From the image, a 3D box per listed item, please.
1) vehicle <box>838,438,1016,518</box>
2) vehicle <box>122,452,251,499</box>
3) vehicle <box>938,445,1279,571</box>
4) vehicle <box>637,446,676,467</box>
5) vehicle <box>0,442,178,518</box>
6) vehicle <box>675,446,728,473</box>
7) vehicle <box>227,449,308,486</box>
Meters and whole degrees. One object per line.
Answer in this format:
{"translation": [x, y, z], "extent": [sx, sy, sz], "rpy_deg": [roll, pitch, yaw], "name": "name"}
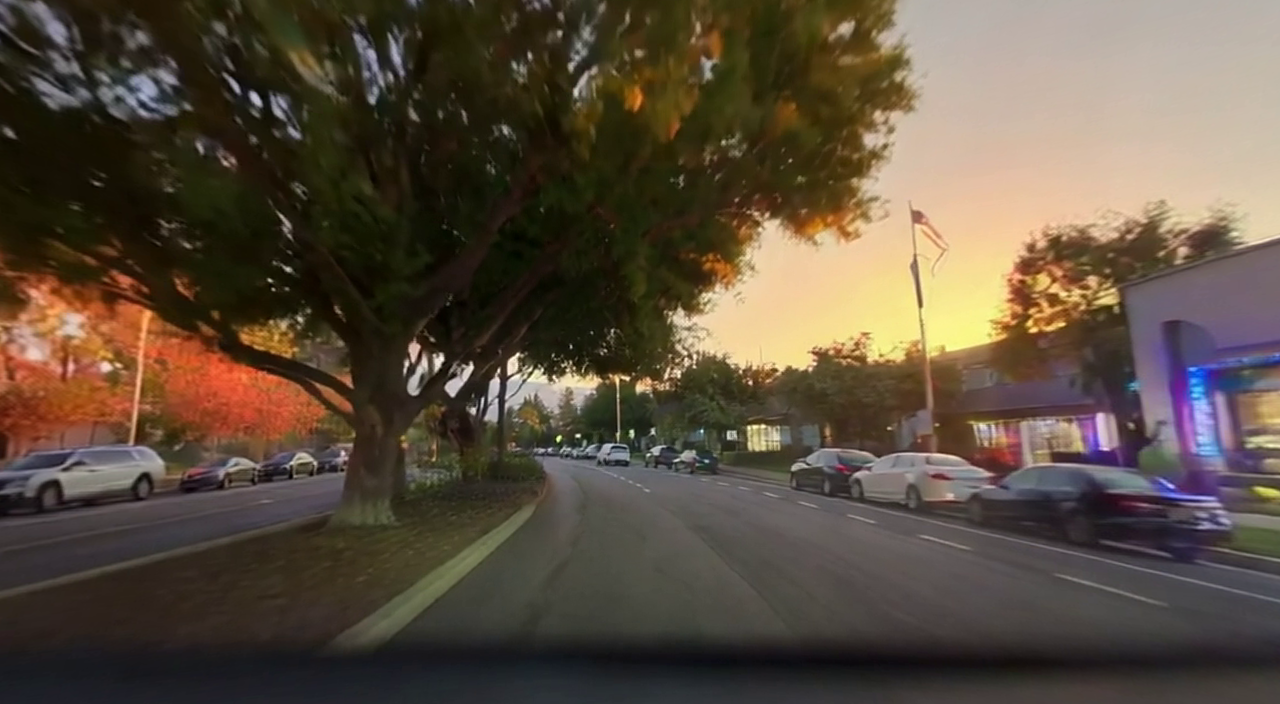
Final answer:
{"translation": [6.654, 2.937, 15.288], "extent": [2.065, 1.632, 4.206], "rpy_deg": [1, -9, -5], "name": "vehicle"}
{"translation": [-16.362, 4.420, 23.142], "extent": [1.825, 1.474, 4.678], "rpy_deg": [1, -9, -9], "name": "vehicle"}
{"translation": [7.112, 2.298, 10.280], "extent": [1.872, 1.515, 4.799], "rpy_deg": [1, -9, -5], "name": "vehicle"}
{"translation": [1.159, 7.671, 46.612], "extent": [1.853, 1.446, 4.187], "rpy_deg": [2, -9, -13], "name": "vehicle"}
{"translation": [-15.507, 3.408, 17.505], "extent": [1.876, 1.772, 5.125], "rpy_deg": [1, -9, -5], "name": "vehicle"}
{"translation": [3.588, 6.366, 37.707], "extent": [2.012, 1.517, 4.287], "rpy_deg": [1, -9, -10], "name": "vehicle"}
{"translation": [-17.310, 5.362, 29.624], "extent": [1.906, 1.542, 4.210], "rpy_deg": [1, -9, -11], "name": "vehicle"}
